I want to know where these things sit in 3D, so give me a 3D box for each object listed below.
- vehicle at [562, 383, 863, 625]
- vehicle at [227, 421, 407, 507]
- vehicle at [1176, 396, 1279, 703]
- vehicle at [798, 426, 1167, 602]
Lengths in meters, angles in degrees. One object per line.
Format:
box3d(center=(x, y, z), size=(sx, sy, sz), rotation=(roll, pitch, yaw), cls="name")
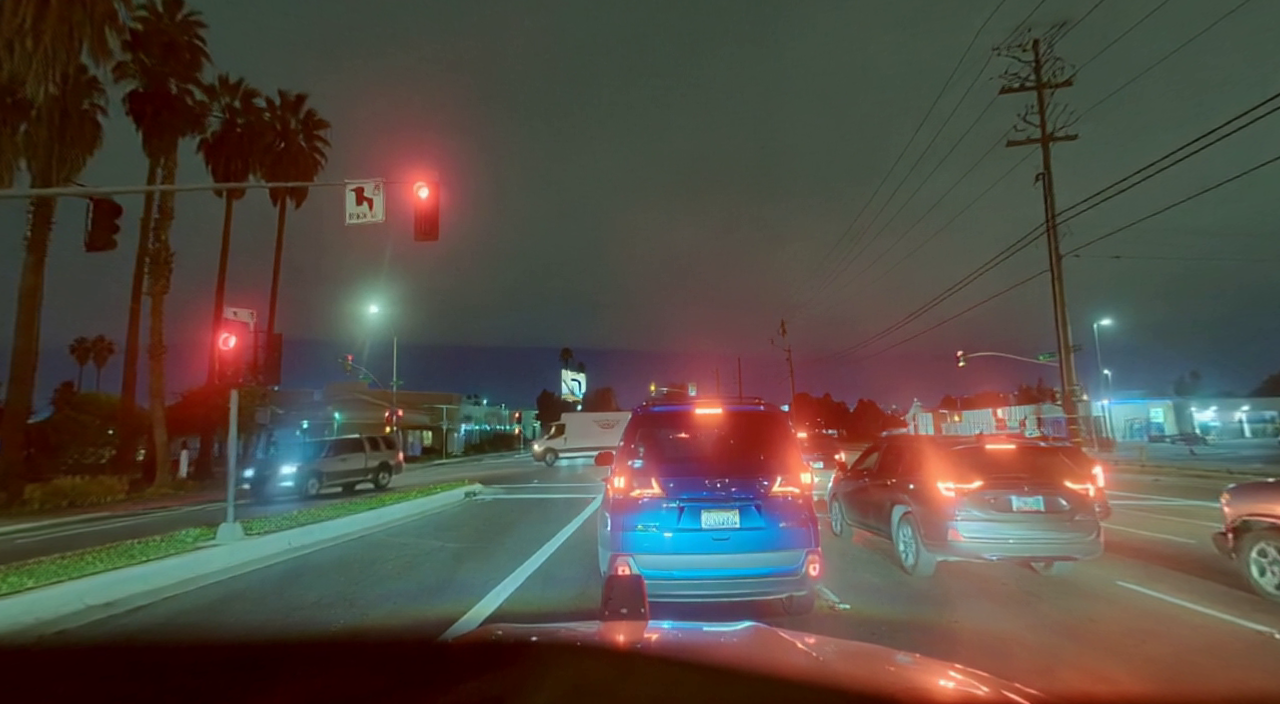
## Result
box3d(center=(0.464, 1.439, 6.887), size=(2.228, 1.780, 4.269), rotation=(0, -9, -2), cls="vehicle")
box3d(center=(-11.318, 3.971, 22.832), size=(2.230, 2.653, 5.869), rotation=(-3, -9, 16), cls="vehicle")
box3d(center=(3.360, 0.650, 0.651), size=(1.805, 1.485, 4.348), rotation=(0, -9, 1), cls="vehicle")
box3d(center=(3.437, 1.688, 7.502), size=(1.895, 1.456, 4.255), rotation=(0, -9, -2), cls="vehicle")
